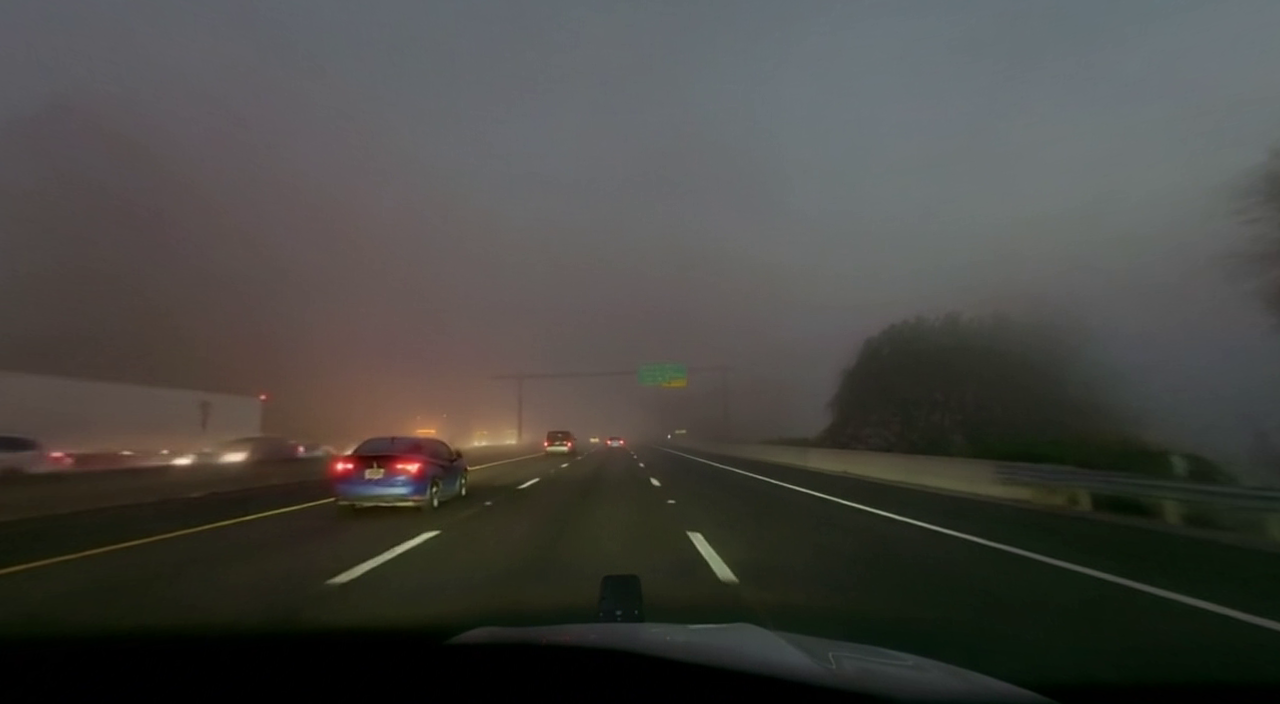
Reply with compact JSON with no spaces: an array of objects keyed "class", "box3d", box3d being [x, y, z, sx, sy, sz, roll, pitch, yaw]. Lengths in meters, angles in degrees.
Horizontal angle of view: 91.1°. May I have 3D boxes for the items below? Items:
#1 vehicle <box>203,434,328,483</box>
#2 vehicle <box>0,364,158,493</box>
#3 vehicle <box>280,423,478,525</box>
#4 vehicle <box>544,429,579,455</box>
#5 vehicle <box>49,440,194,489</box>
[{"class":"vehicle","box3d":[-12.417,3.513,21.162,1.947,1.471,3.746,0,-8,-1]},{"class":"vehicle","box3d":[-21.010,2.422,19.786,3.279,3.865,10.932,0,-8,-2]},{"class":"vehicle","box3d":[-4.535,2.152,11.751,1.953,1.550,4.167,0,-8,-1]},{"class":"vehicle","box3d":[-5.982,6.912,48.533,2.115,1.887,4.721,0,-8,-1]},{"class":"vehicle","box3d":[-17.025,3.666,20.881,1.788,1.466,3.581,0,-8,-2]}]
